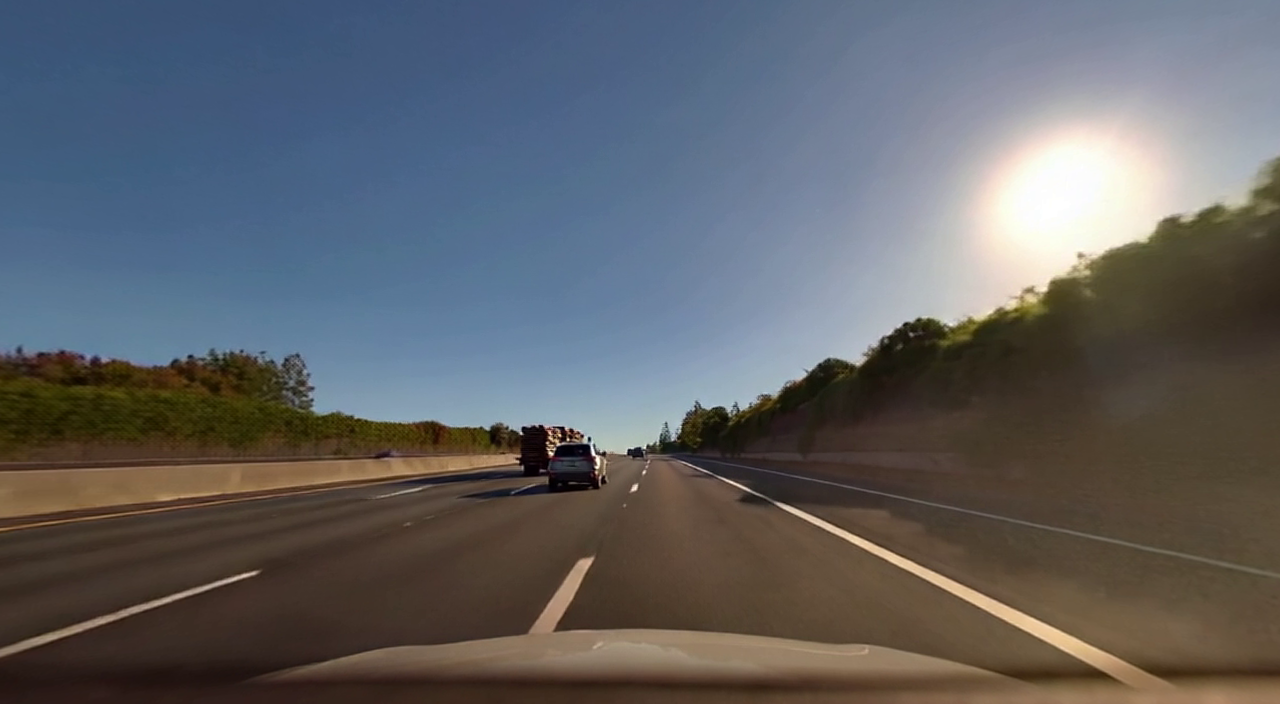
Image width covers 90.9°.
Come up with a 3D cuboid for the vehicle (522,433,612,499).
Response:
[{"bbox_3d":[-2.117,3.463,19.586,2.114,1.787,4.365,-1,-8,2],"label":"vehicle"}]
